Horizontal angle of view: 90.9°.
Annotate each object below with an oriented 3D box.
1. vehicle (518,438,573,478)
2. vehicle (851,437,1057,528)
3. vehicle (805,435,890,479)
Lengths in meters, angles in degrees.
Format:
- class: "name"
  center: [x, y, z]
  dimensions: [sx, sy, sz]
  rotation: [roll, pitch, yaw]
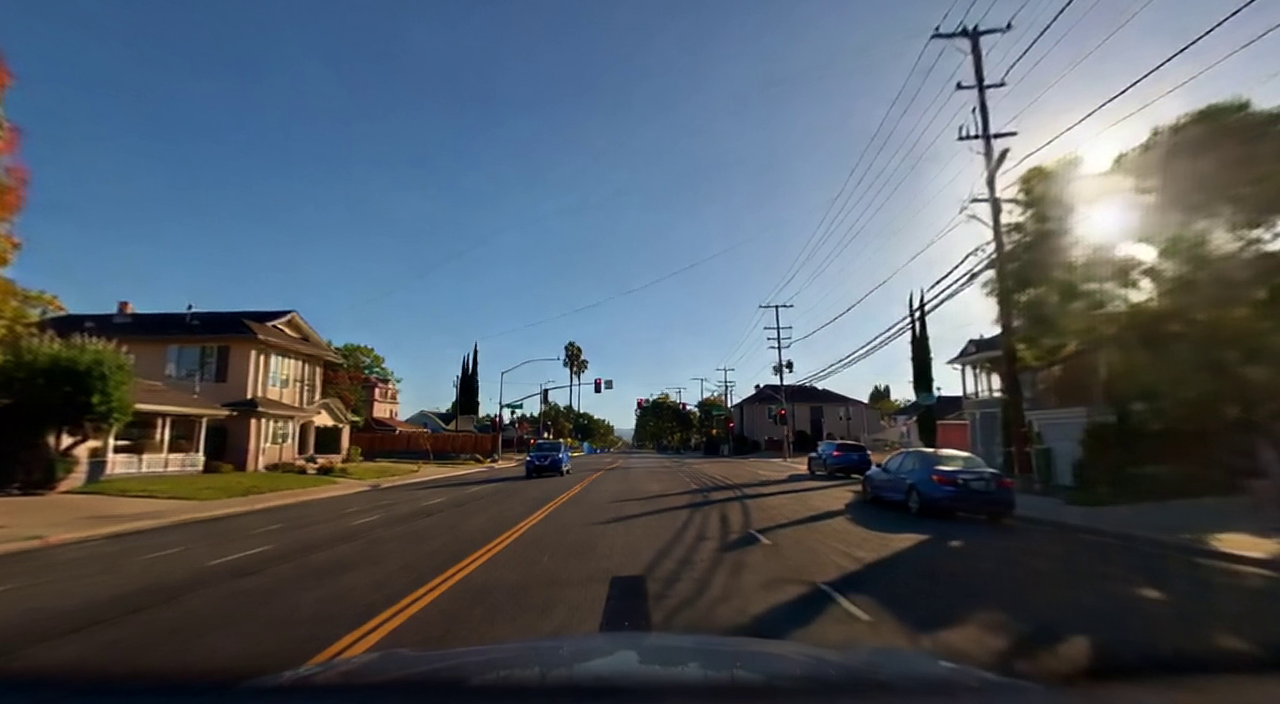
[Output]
- class: "vehicle"
  center: [-4.537, 5.148, 30.967]
  dimensions: [2.012, 1.778, 4.990]
  rotation: [0, -8, -1]
- class: "vehicle"
  center: [5.942, 2.484, 12.666]
  dimensions: [2.040, 1.475, 4.389]
  rotation: [0, -8, 3]
- class: "vehicle"
  center: [9.117, 4.643, 28.221]
  dimensions: [2.170, 1.771, 4.908]
  rotation: [0, -8, 1]
